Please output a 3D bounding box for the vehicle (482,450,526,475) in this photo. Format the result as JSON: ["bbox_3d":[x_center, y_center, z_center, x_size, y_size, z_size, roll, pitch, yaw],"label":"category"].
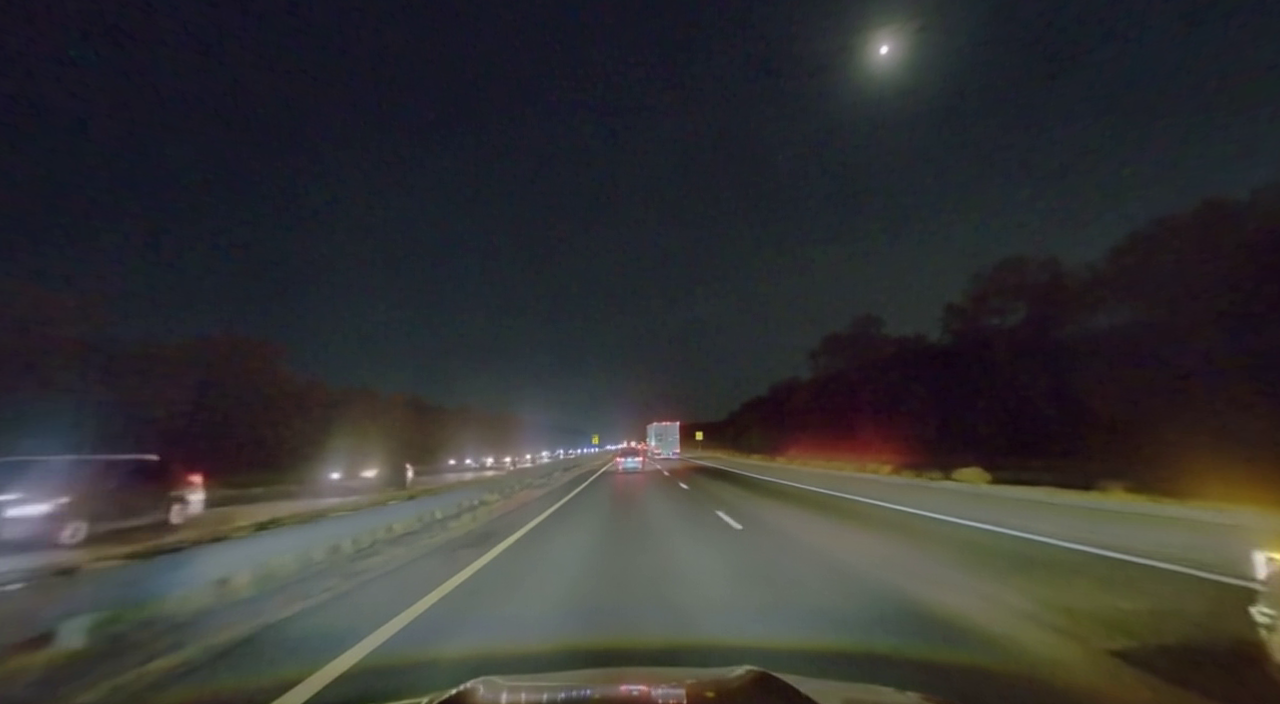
[{"bbox_3d":[-8.605,7.008,39.967,1.908,1.499,4.040,0,-9,-1],"label":"vehicle"}]

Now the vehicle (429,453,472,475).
[{"bbox_3d":[-14.150,8.378,47.013,1.892,1.533,4.532,0,-9,-1],"label":"vehicle"}]

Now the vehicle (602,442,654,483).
[{"bbox_3d":[-0.485,4.543,26.062,1.971,1.518,4.108,0,-9,-1],"label":"vehicle"}]

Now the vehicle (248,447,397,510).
[{"bbox_3d":[-8.753,3.480,17.783,1.970,1.549,4.299,0,-9,0],"label":"vehicle"}]

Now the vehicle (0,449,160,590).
[{"bbox_3d":[-7.787,1.799,6.717,1.917,1.483,4.289,0,-9,-1],"label":"vehicle"}]
